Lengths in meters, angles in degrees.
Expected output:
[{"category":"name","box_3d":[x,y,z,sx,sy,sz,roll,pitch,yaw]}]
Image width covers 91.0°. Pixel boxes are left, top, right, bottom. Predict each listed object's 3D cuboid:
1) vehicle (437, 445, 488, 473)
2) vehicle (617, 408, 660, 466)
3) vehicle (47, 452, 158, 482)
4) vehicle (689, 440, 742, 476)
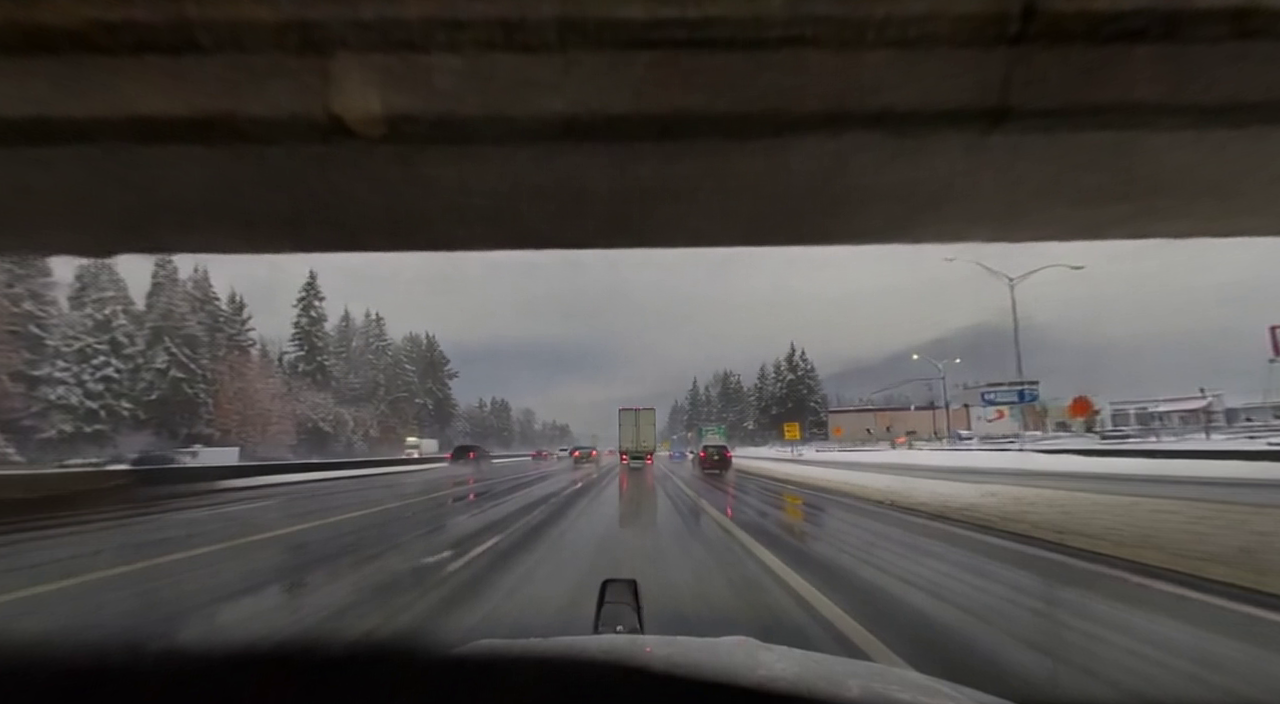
[{"category":"vehicle","box_3d":[-11.174,6.753,39.894,1.966,1.627,4.258,0,-9,1]},{"category":"vehicle","box_3d":[0.069,6.667,48.749,3.012,3.928,10.262,0,-9,2]},{"category":"vehicle","box_3d":[-31.562,6.744,37.214,2.157,1.636,4.866,0,-9,1]},{"category":"vehicle","box_3d":[3.752,5.366,32.039,2.107,1.707,4.445,0,-9,0]}]
